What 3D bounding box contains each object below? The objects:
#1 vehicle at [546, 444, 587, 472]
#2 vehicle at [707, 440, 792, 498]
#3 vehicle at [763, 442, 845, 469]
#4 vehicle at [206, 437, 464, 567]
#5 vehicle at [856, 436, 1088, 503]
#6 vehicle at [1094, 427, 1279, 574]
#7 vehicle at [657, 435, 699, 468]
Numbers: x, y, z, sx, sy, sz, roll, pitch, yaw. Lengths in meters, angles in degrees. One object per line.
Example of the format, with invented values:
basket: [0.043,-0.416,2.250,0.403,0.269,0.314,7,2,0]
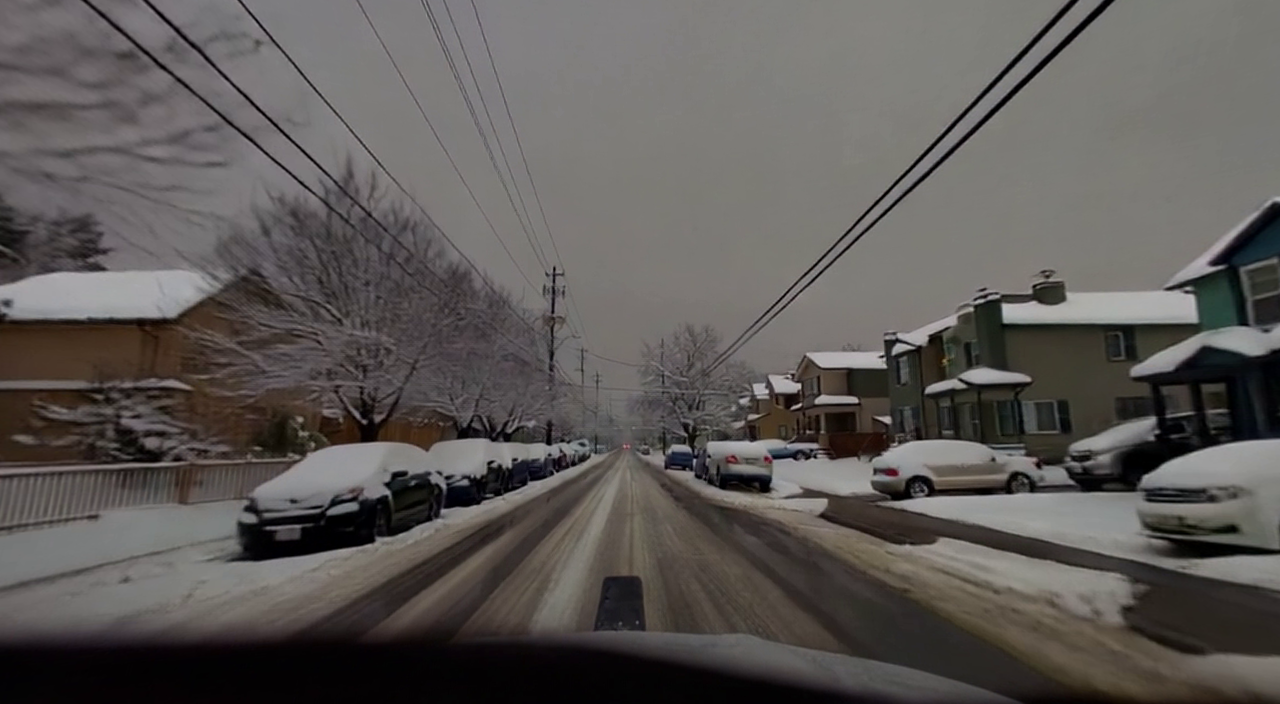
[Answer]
vehicle: [-4.259,6.241,37.298,1.979,1.471,4.366,1,-9,-1]
vehicle: [3.249,3.562,19.586,1.916,1.587,3.986,0,-9,0]
vehicle: [9.381,5.947,36.465,4.148,1.516,1.976,0,-8,-2]
vehicle: [-4.155,2.066,9.547,1.745,1.490,4.304,0,-8,0]
vehicle: [7.806,2.786,15.213,4.480,1.497,1.884,0,-8,1]
vehicle: [8.457,1.637,7.390,4.782,1.459,1.923,0,-9,-1]
vehicle: [2.593,7.090,45.017,2.564,2.155,6.053,0,-8,-1]
